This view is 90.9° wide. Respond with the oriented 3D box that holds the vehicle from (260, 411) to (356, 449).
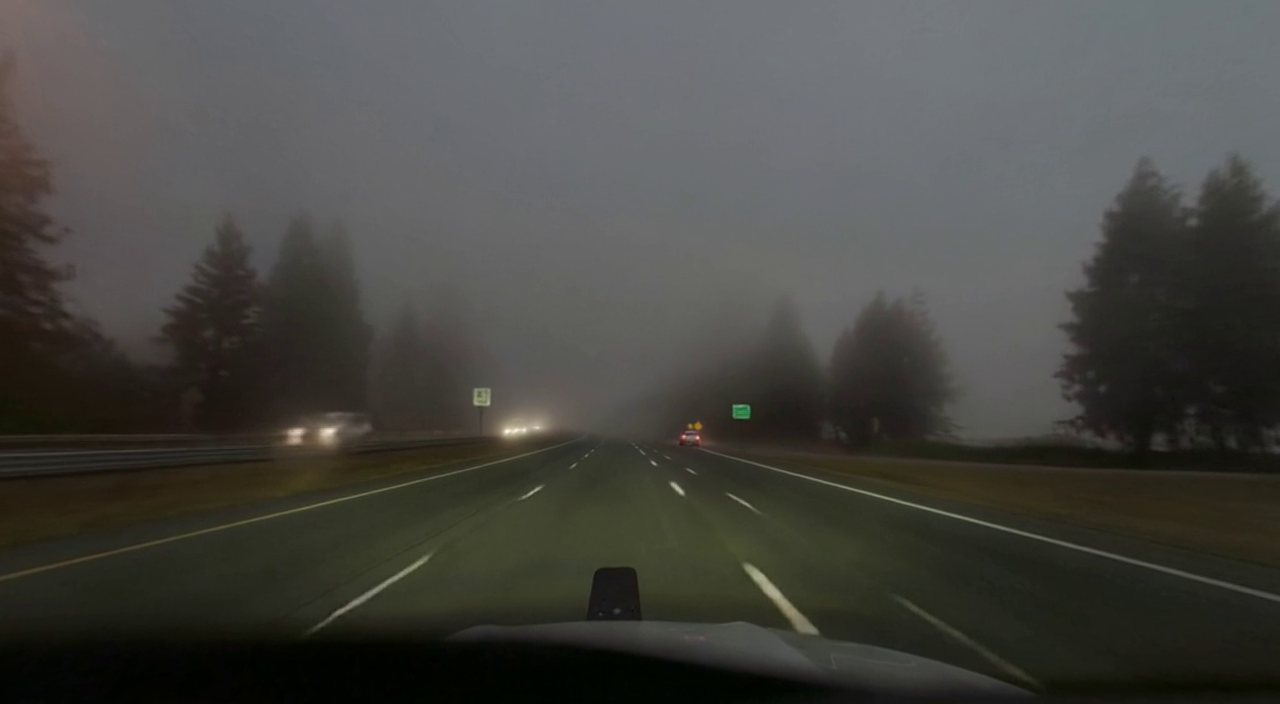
[{"bbox_3d":[-13.778,3.290,26.434,1.932,1.439,4.007,0,-8,-2],"label":"vehicle"}]
